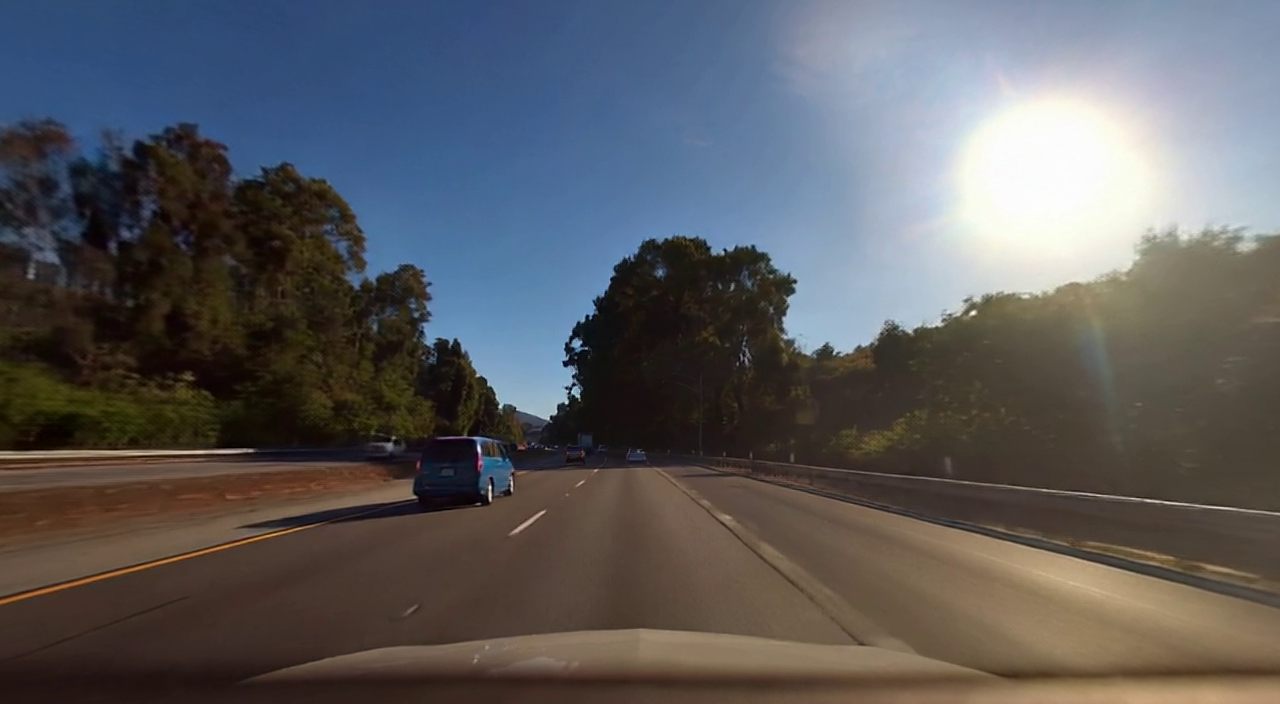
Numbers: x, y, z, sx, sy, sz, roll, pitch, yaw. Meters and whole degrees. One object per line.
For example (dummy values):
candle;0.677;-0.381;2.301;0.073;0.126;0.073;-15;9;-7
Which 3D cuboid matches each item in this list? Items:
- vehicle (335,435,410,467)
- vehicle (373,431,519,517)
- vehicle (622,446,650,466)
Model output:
vehicle;-13.434;5.005;32.013;1.864;1.484;4.679;0;-9;-1
vehicle;-4.248;2.726;14.611;2.088;1.675;4.108;0;-9;-1
vehicle;-0.358;8.043;49.077;2.008;1.499;3.192;0;-9;-3
